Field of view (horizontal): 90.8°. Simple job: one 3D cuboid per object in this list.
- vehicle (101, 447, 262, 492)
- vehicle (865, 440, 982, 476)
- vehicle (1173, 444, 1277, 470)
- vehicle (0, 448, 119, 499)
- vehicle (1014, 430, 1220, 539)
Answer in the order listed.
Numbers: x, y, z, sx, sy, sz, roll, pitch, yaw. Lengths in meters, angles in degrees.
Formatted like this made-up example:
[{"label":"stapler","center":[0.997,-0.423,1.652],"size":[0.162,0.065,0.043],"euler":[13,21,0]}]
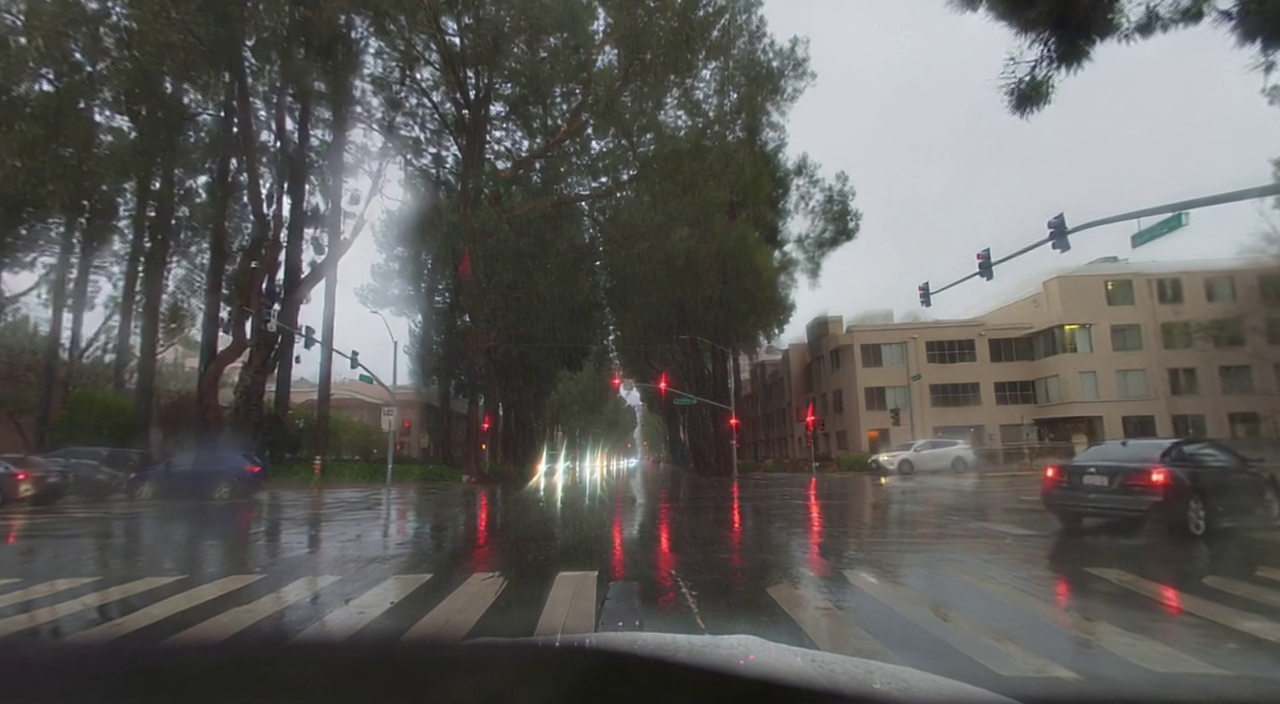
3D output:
[{"label":"vehicle","center":[-19.173,4.944,26.653],"size":[4.798,1.763,2.536],"euler":[0,-10,0]},{"label":"vehicle","center":[15.659,5.885,35.149],"size":[5.220,1.897,2.596],"euler":[0,-8,0]},{"label":"vehicle","center":[35.360,6.349,38.273],"size":[4.294,1.499,1.958],"euler":[0,-8,0]},{"label":"vehicle","center":[-22.612,4.418,23.256],"size":[4.748,1.727,2.325],"euler":[0,-8,1]},{"label":"vehicle","center":[8.697,2.222,11.366],"size":[4.492,1.536,2.189],"euler":[8,-12,-44]}]
